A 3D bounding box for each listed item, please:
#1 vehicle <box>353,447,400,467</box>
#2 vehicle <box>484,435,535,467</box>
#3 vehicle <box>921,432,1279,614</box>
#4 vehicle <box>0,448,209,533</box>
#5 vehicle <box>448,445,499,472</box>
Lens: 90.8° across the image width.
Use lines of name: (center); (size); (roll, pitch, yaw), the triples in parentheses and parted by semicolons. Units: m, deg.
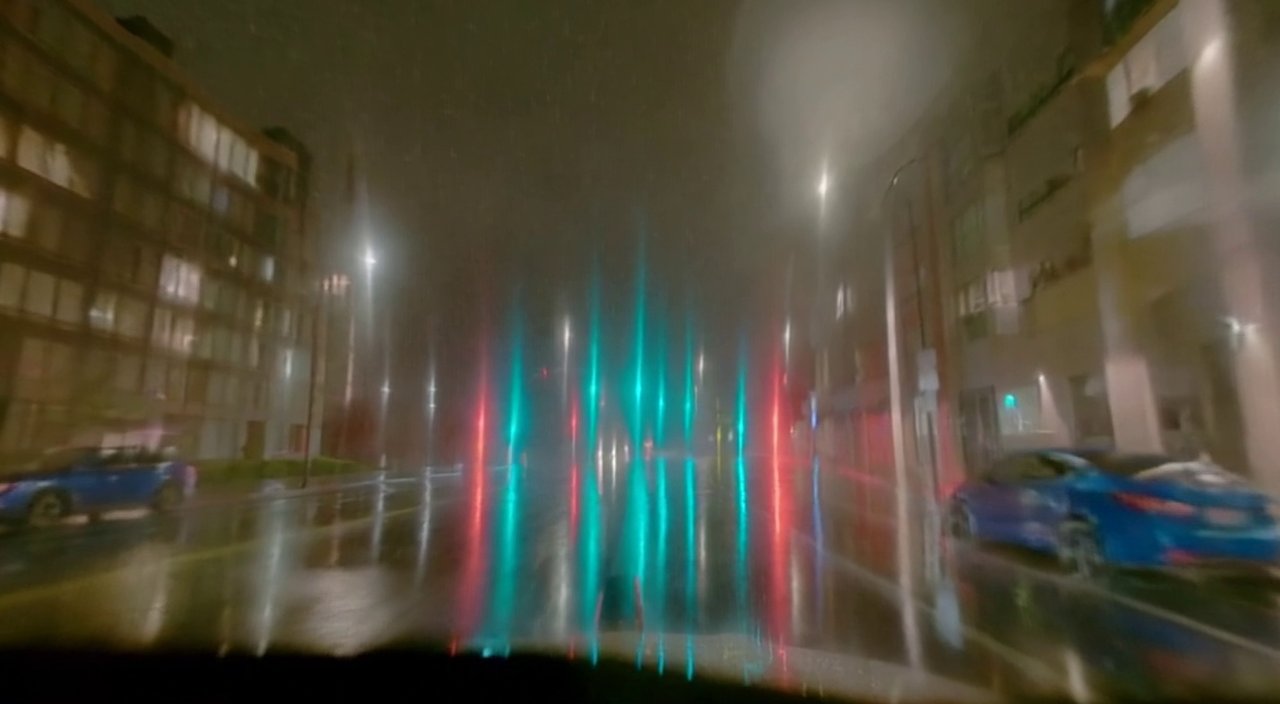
vehicle: (-20.746, 8.245, 49.877); (1.788, 1.487, 3.880); (0, -8, 3)
vehicle: (-9.552, 7.296, 46.667); (2.268, 2.181, 5.482); (-1, -8, 4)
vehicle: (5.706, 1.802, 7.916); (2.010, 1.473, 5.353); (0, -8, 1)
vehicle: (-12.248, 2.869, 13.840); (1.894, 1.493, 4.902); (-1, -8, 5)
vehicle: (-10.253, 6.565, 39.168); (1.868, 1.520, 3.796); (-1, -8, 3)
